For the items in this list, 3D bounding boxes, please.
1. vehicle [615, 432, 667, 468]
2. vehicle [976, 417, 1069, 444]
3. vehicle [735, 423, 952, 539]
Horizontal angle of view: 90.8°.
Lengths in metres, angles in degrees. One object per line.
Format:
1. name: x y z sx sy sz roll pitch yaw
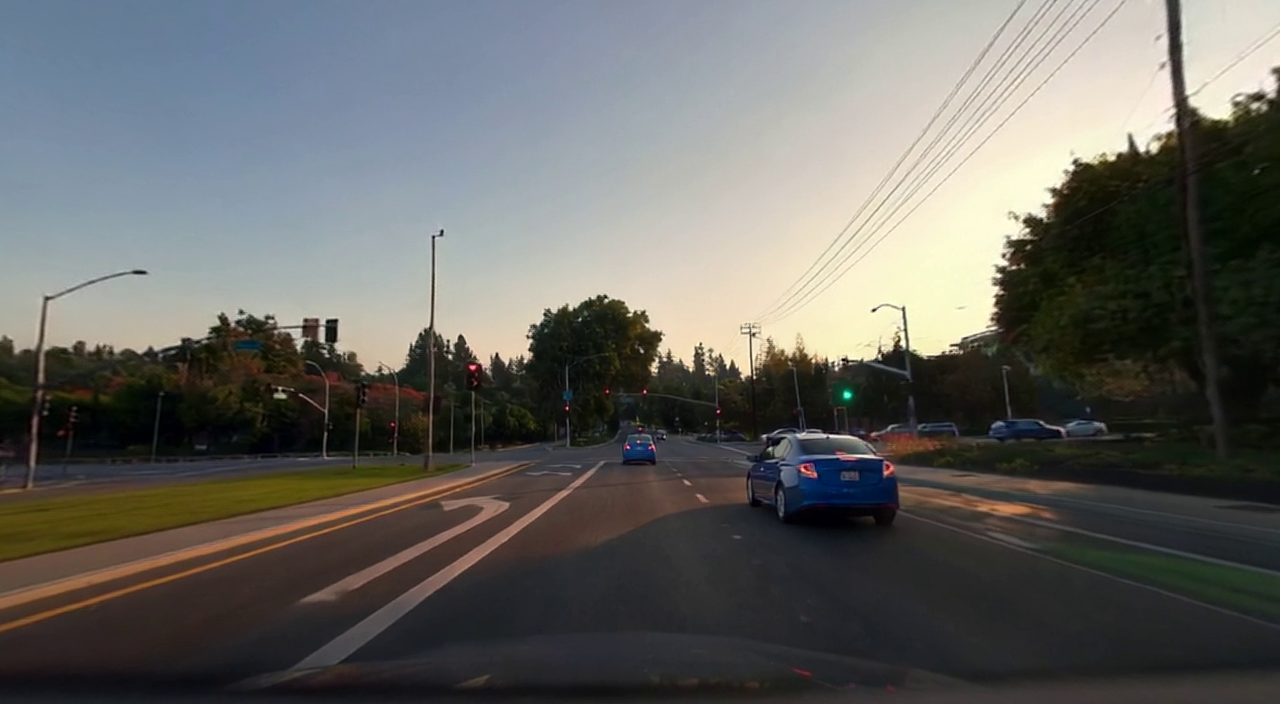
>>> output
1. vehicle: 0.048 4.319 27.830 2.110 1.466 3.860 0 -9 0
2. vehicle: 28.803 5.930 47.668 5.668 1.925 2.384 1 -9 -8
3. vehicle: 2.907 1.969 10.193 2.004 1.448 4.263 0 -9 -1
